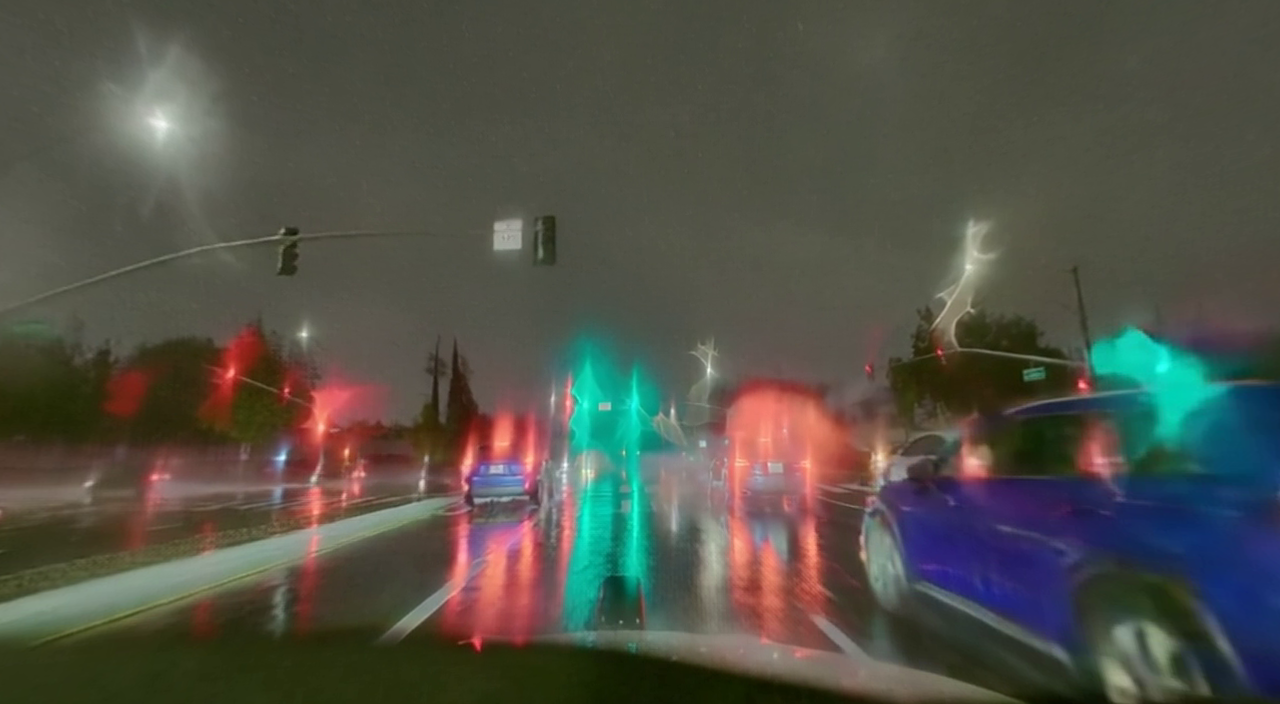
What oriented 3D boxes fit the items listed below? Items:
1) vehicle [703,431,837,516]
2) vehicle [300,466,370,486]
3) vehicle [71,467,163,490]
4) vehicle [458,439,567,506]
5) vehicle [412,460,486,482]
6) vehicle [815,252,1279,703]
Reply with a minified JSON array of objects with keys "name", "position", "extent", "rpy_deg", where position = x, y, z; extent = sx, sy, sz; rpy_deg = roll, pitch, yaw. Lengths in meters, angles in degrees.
[{"name":"vehicle","position":[2.816,2.773,14.913],"extent":[2.099,1.671,4.491],"rpy_deg":[0,-9,-1]},{"name":"vehicle","position":[-23.550,9.565,48.844],"extent":[4.461,1.469,1.788],"rpy_deg":[0,-9,-2]},{"name":"vehicle","position":[-37.373,9.054,45.196],"extent":[4.817,1.482,1.829],"rpy_deg":[0,-9,-2]},{"name":"vehicle","position":[-3.125,3.041,16.336],"extent":[1.969,1.513,3.773],"rpy_deg":[0,-9,1]},{"name":"vehicle","position":[-13.973,8.708,46.307],"extent":[4.825,1.483,1.817],"rpy_deg":[0,-9,-2]},{"name":"vehicle","position":[2.923,0.895,3.840],"extent":[2.247,1.738,4.818],"rpy_deg":[0,-9,-1]}]
